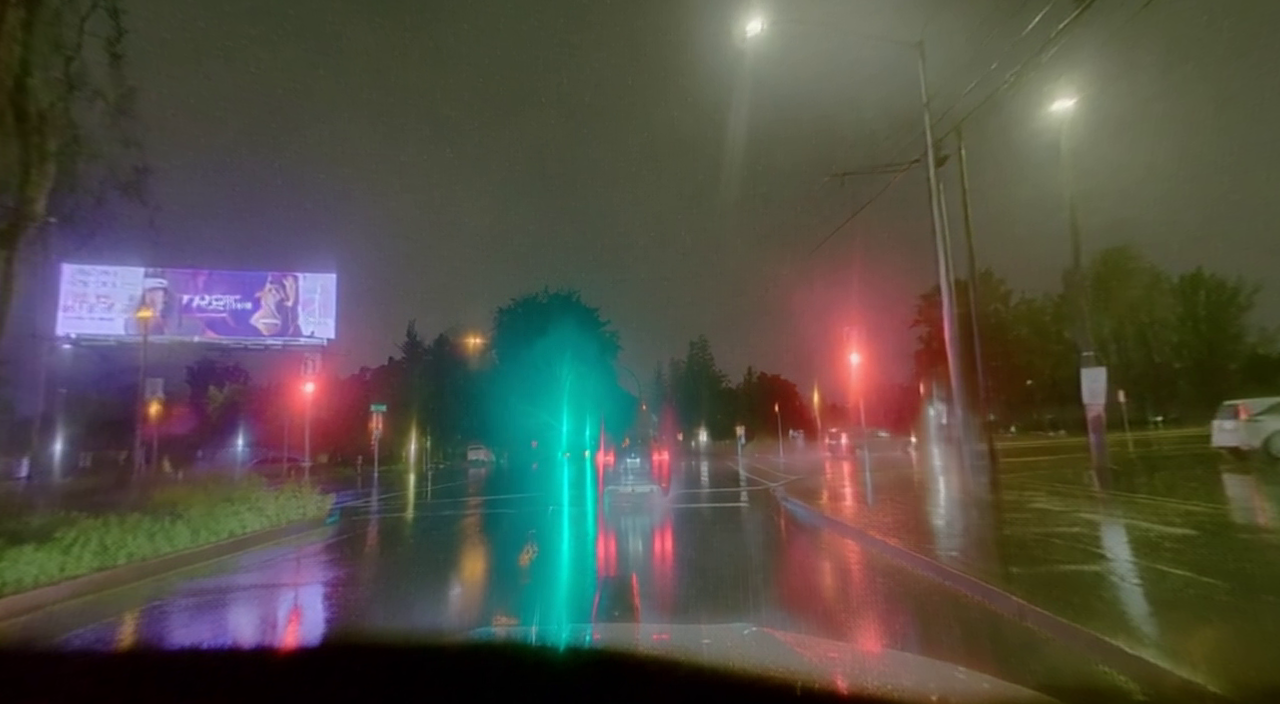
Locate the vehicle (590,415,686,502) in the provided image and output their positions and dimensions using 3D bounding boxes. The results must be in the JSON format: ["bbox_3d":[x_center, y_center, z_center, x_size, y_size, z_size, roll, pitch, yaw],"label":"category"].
[{"bbox_3d":[-0.129,2.661,16.075,2.142,1.904,3.816,0,-8,-3],"label":"vehicle"}]

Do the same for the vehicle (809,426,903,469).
[{"bbox_3d":[8.642,3.776,25.107,3.403,1.602,1.716,5,-10,-32],"label":"vehicle"}]

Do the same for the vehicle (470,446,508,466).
[{"bbox_3d":[-11.338,7.826,47.582,1.989,1.403,4.331,0,-8,-3],"label":"vehicle"}]
